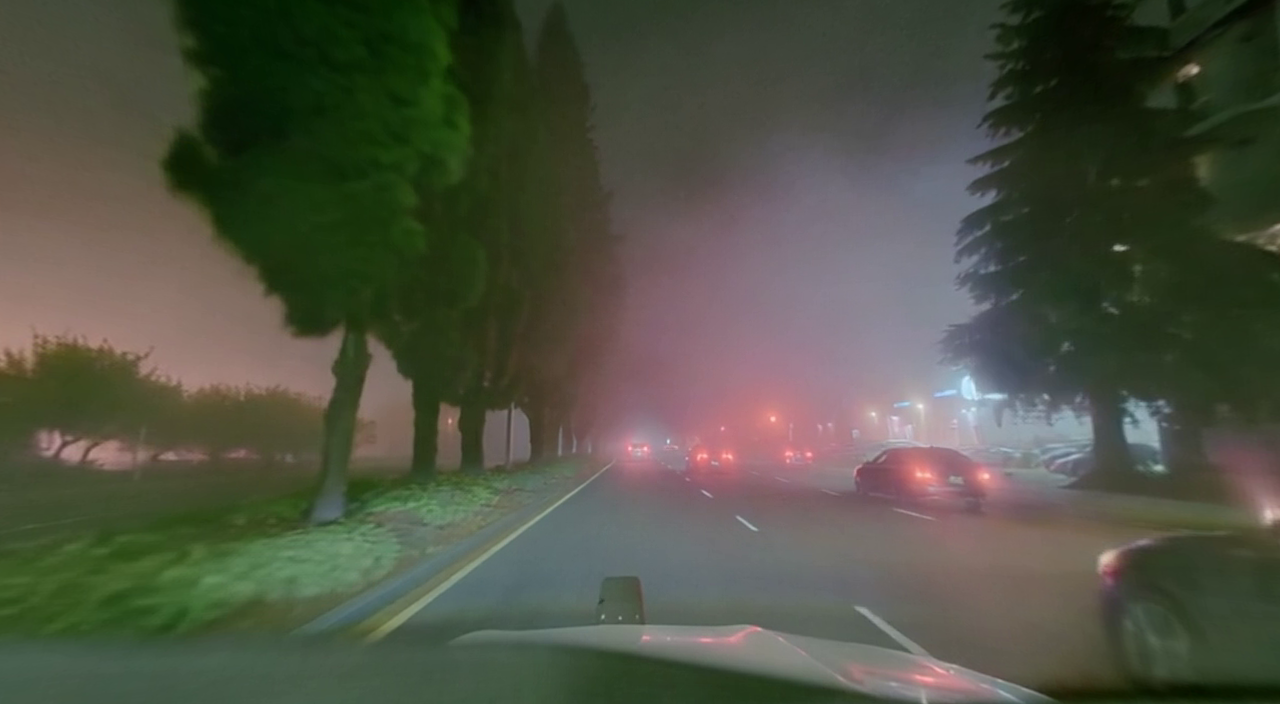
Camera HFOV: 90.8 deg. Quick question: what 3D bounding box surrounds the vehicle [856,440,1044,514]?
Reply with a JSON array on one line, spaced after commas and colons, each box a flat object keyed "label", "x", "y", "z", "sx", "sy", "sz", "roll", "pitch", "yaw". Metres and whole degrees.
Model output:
[{"label": "vehicle", "x": 7.207, "y": 2.933, "z": 15.410, "sx": 2.098, "sy": 1.507, "sz": 4.655, "roll": 0, "pitch": -9, "yaw": -2}]

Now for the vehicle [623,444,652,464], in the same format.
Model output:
[{"label": "vehicle", "x": -0.246, "y": 7.739, "z": 48.129, "sx": 2.095, "sy": 1.456, "sz": 3.873, "roll": 0, "pitch": -9, "yaw": -1}]

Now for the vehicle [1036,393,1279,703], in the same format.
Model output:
[{"label": "vehicle", "x": 3.389, "y": 0.801, "z": 1.648, "sx": 2.034, "sy": 1.496, "sz": 4.040, "roll": 0, "pitch": -9, "yaw": -1}]

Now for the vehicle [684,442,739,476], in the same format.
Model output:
[{"label": "vehicle", "x": 3.388, "y": 5.164, "z": 30.780, "sx": 1.953, "sy": 1.514, "sz": 4.672, "roll": 0, "pitch": -9, "yaw": -2}]
